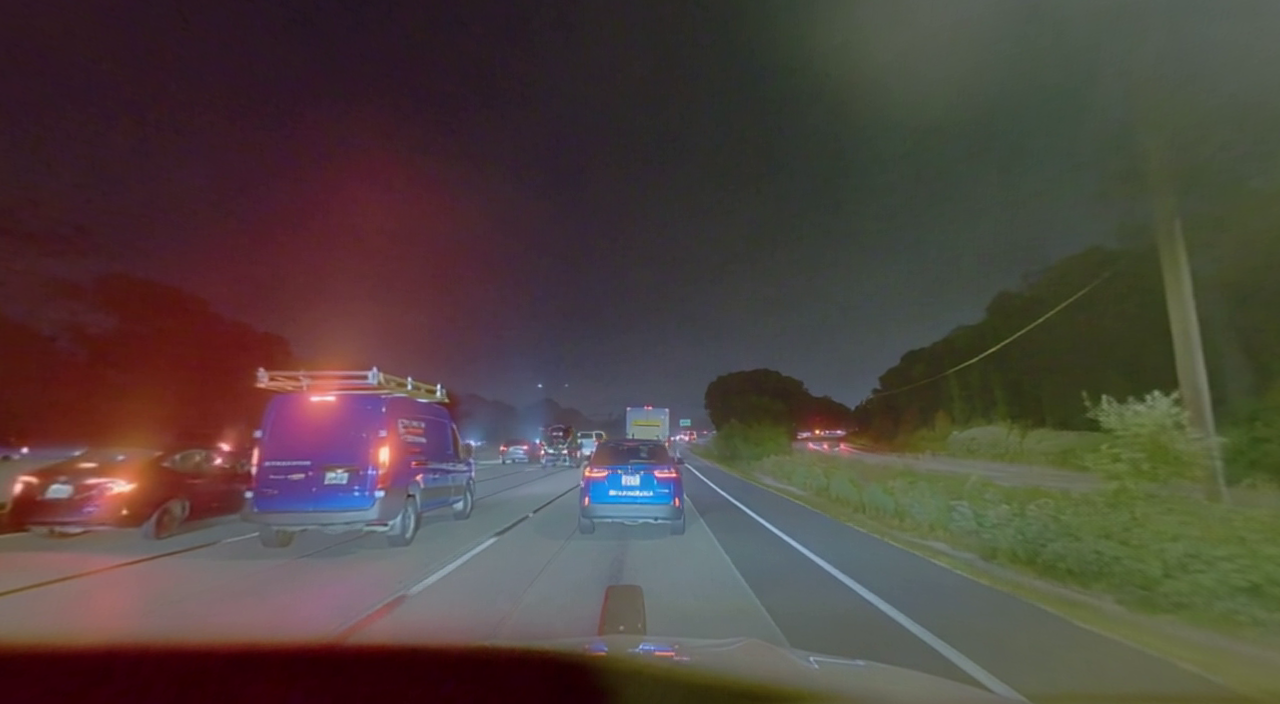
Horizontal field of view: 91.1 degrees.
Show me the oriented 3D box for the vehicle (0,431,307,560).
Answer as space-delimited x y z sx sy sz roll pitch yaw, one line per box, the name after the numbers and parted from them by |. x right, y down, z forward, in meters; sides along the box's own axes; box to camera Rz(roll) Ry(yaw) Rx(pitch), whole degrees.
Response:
-7.415 2.034 9.730 1.933 1.506 4.504 0 -8 1 | vehicle

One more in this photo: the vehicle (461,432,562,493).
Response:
-3.826 3.392 19.601 2.114 1.657 4.432 0 -8 2 | vehicle

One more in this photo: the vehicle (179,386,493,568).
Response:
-3.826 1.681 9.122 2.142 1.952 4.556 0 -8 2 | vehicle

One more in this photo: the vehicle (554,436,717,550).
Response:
-0.064 2.090 10.046 2.054 1.421 4.090 0 -8 0 | vehicle
